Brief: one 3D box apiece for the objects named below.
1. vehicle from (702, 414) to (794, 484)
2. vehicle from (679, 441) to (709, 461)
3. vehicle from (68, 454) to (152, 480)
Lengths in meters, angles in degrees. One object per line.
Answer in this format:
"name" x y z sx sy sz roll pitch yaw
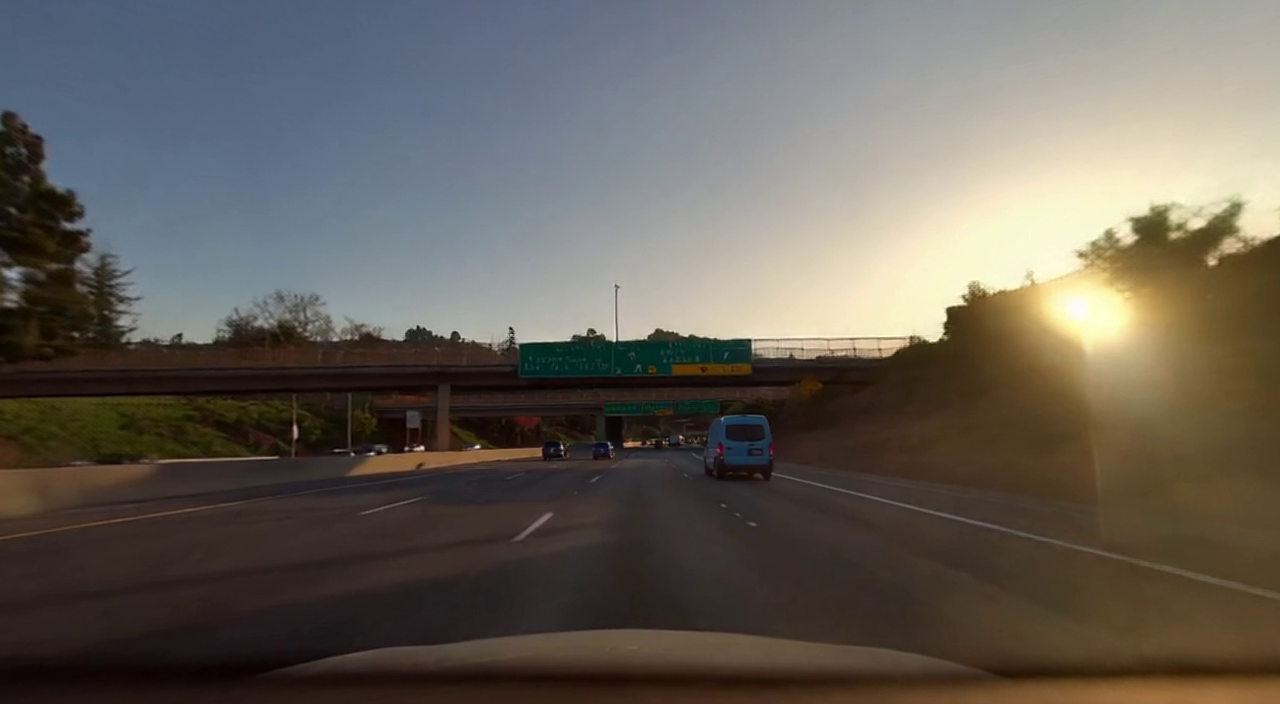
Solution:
"vehicle" 3.759 3.551 23.203 2.347 2.234 5.352 0 -8 -1
"vehicle" 4.121 7.673 48.892 1.883 1.456 4.044 0 -8 -1
"vehicle" -37.697 8.183 45.003 1.918 1.642 4.657 0 -8 0
